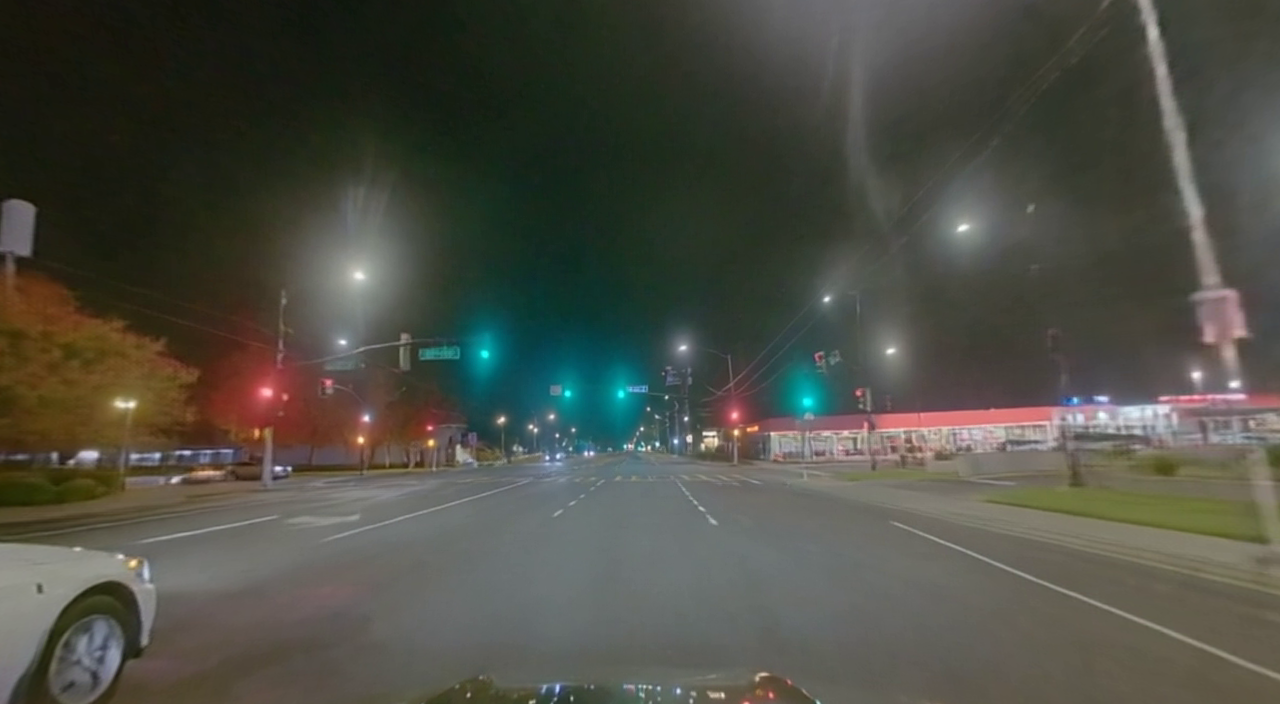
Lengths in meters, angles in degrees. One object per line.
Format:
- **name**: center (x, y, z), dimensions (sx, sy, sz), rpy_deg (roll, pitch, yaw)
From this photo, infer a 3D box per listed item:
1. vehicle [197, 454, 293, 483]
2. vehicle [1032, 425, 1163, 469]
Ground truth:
- **vehicle**: center (-25.134, 7.416, 40.321), dimensions (4.727, 1.719, 2.095), rpy_deg (-1, -9, 2)
- **vehicle**: center (18.698, 3.924, 26.119), dimensions (1.879, 1.643, 4.484), rpy_deg (0, -9, -3)
